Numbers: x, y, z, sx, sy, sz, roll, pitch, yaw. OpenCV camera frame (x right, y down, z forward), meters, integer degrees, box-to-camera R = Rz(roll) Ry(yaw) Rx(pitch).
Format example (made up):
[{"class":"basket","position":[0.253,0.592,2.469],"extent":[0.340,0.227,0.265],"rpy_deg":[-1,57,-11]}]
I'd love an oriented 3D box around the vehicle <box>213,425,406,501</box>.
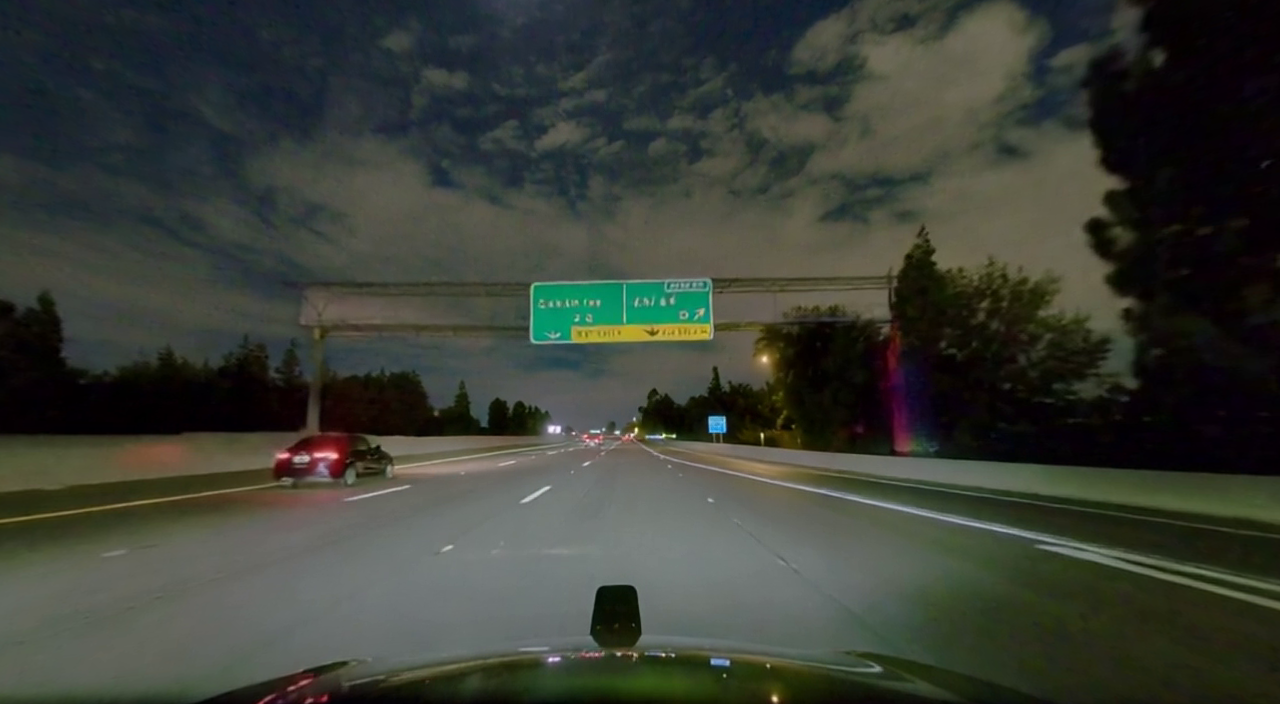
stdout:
[{"class":"vehicle","position":[-7.950,2.694,15.932],"extent":[2.092,1.574,5.251],"rpy_deg":[0,-8,0]}]
